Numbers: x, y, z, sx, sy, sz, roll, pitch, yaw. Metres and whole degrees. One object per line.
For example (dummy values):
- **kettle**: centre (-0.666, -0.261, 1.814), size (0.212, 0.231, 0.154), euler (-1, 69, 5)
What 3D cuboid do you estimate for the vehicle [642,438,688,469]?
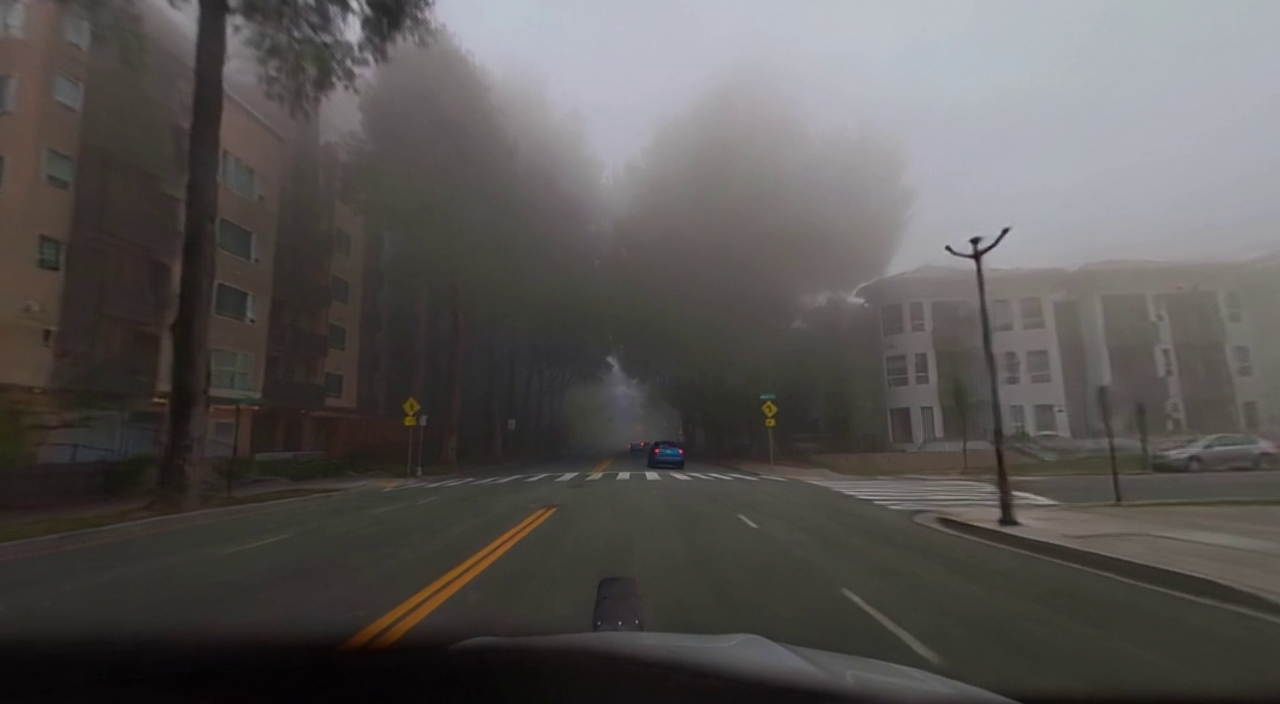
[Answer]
- **vehicle**: centre (1.396, 5.889, 36.733), size (1.981, 1.703, 3.691), euler (1, -9, -8)

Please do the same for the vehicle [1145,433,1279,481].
- **vehicle**: centre (23.956, 4.256, 25.703), size (4.676, 1.775, 2.085), euler (-2, -9, 2)
